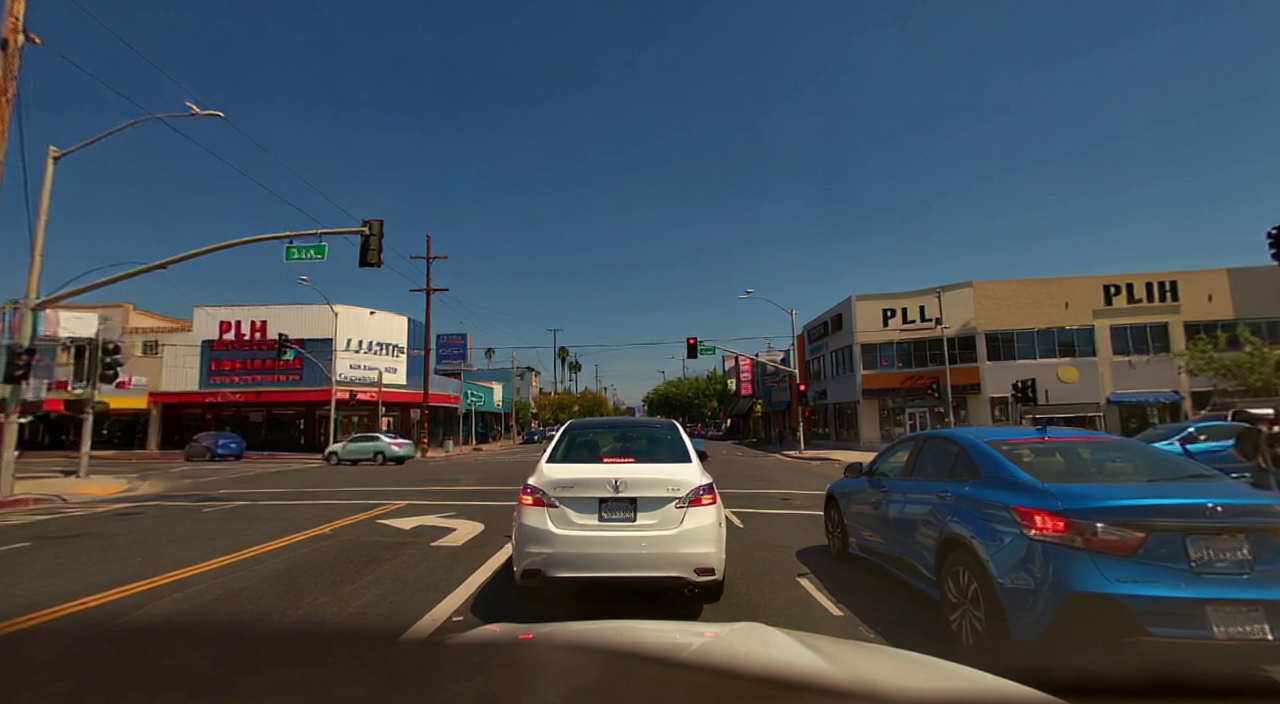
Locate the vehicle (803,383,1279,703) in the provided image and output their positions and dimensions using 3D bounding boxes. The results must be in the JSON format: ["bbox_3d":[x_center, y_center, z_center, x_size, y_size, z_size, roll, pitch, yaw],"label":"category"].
[{"bbox_3d":[3.034,1.308,5.453,1.983,1.654,4.354,0,-8,-1],"label":"vehicle"}]

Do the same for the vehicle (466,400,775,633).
[{"bbox_3d":[-0.148,1.483,6.777,2.123,1.589,4.702,0,-8,0],"label":"vehicle"}]
